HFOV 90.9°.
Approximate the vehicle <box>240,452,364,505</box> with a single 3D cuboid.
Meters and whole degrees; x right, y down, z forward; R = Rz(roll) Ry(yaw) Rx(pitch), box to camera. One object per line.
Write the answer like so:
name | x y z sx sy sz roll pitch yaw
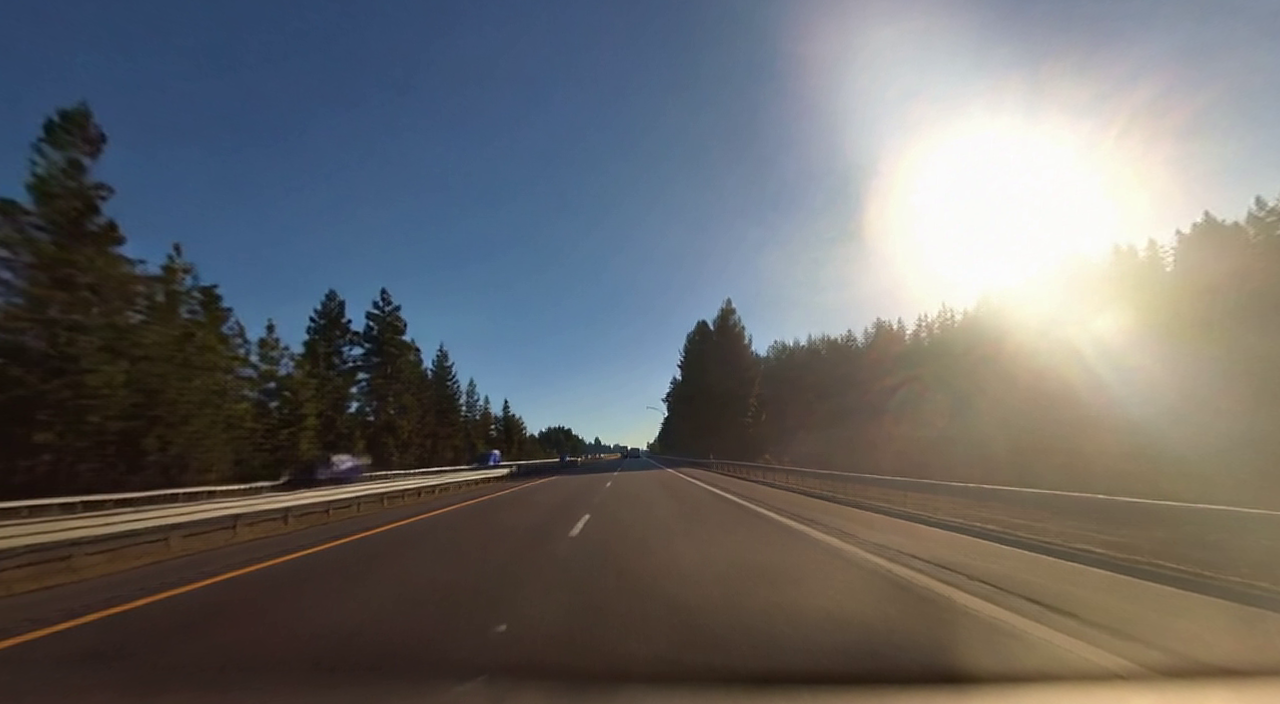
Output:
vehicle | -11.776 4.398 22.376 1.995 1.643 4.453 0 -9 -1
